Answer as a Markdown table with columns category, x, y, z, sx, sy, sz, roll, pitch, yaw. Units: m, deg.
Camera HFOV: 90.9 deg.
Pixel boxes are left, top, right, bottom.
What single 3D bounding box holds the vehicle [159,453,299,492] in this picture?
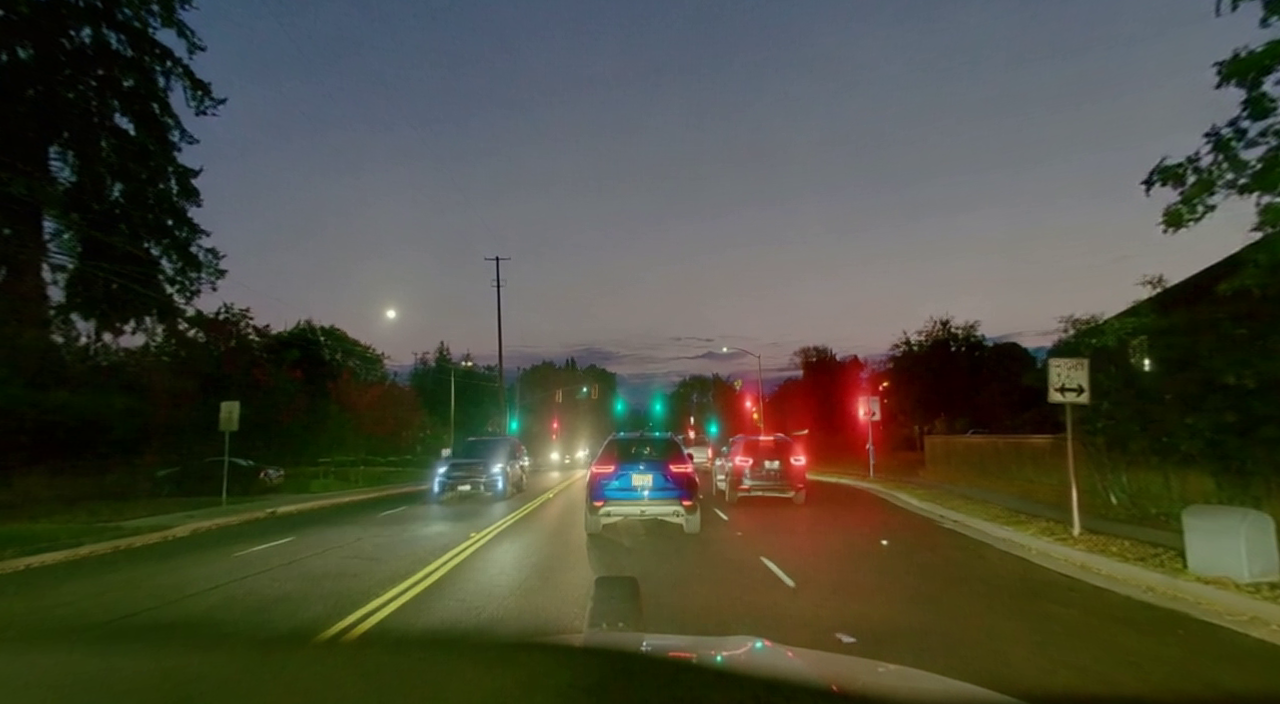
| category | x | y | z | sx | sy | sz | roll | pitch | yaw |
| --- | --- | --- | --- | --- | --- | --- | --- | --- | --- |
| vehicle | -16.179 | 4.749 | 24.962 | 4.245 | 1.446 | 1.827 | 0 | -9 | 0 |

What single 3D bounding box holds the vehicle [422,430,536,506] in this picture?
| category | x | y | z | sx | sy | sz | roll | pitch | yaw |
| --- | --- | --- | --- | --- | --- | --- | --- | --- | --- |
| vehicle | -4.671 | 3.457 | 19.333 | 2.138 | 1.938 | 5.584 | 0 | -9 | -1 |

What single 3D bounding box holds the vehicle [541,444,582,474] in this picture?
| category | x | y | z | sx | sy | sz | roll | pitch | yaw |
| --- | --- | --- | --- | --- | --- | --- | --- | --- | --- |
| vehicle | -4.888 | 6.699 | 39.714 | 2.063 | 1.727 | 3.923 | 0 | -9 | 0 |

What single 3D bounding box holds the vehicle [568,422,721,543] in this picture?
| category | x | y | z | sx | sy | sz | roll | pitch | yaw |
| --- | --- | --- | --- | --- | --- | --- | --- | --- | --- |
| vehicle | 0.039 | 2.160 | 11.043 | 2.151 | 1.695 | 4.100 | 0 | -9 | -1 |

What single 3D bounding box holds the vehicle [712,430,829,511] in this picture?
| category | x | y | z | sx | sy | sz | roll | pitch | yaw |
| --- | --- | --- | --- | --- | --- | --- | --- | --- | --- |
| vehicle | 3.076 | 2.905 | 15.902 | 1.967 | 1.756 | 4.281 | 0 | -9 | -1 |
